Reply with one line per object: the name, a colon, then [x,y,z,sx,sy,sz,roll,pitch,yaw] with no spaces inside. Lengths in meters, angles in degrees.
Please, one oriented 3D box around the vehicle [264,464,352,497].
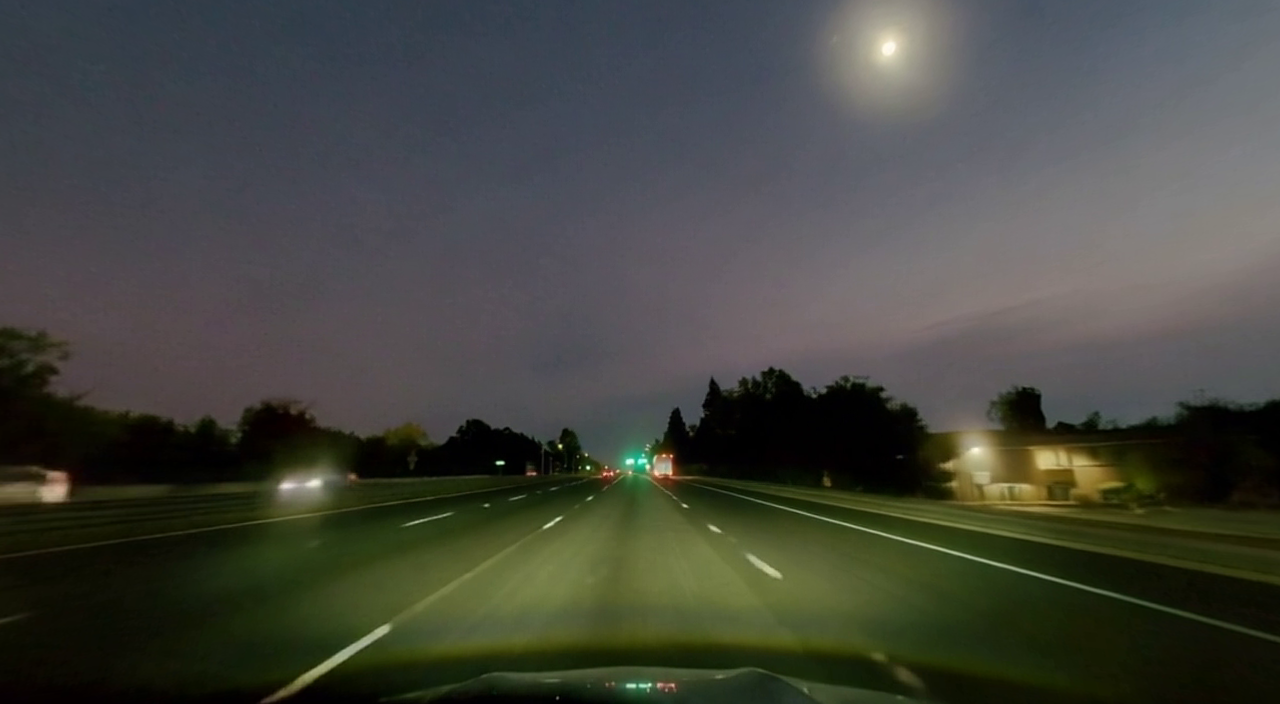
vehicle: [-16.107,6.252,30.846,1.866,1.444,4.404,0,-11,0]
